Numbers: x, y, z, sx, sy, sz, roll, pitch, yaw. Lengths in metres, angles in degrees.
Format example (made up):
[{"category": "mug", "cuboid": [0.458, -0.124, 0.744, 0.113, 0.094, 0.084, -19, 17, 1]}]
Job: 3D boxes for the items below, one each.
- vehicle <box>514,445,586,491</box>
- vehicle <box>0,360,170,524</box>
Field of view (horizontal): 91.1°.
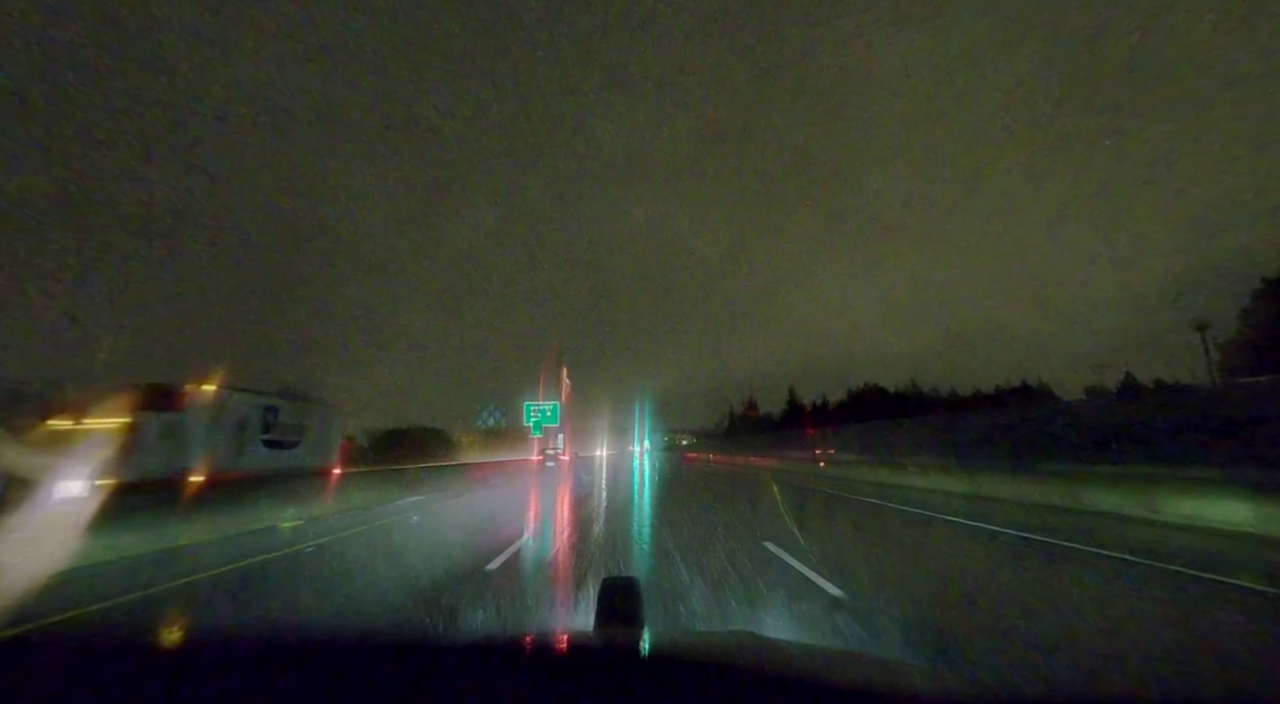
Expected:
[{"category": "vehicle", "cuboid": [-3.245, 4.279, 23.502, 2.100, 1.525, 4.179, 0, -9, 0]}, {"category": "vehicle", "cuboid": [-16.885, 2.531, 17.413, 3.011, 3.895, 5.853, 0, -9, -1]}]
